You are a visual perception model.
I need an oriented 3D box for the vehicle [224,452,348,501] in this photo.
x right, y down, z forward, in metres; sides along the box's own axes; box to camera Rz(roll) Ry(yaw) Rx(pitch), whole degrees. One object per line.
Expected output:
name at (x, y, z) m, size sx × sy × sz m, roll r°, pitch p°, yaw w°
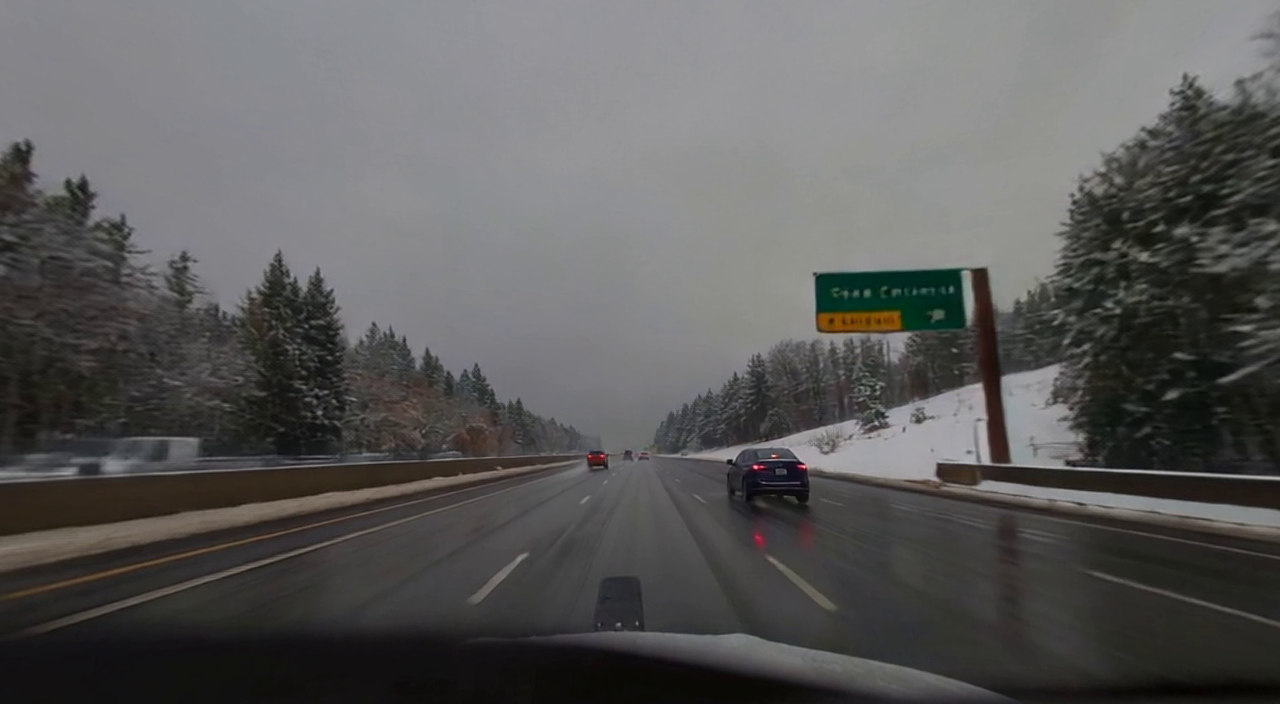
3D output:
vehicle at (-11.506, 4.036, 20.772) m, size 1.868 × 1.435 × 3.659 m, roll 0°, pitch -9°, yaw 1°

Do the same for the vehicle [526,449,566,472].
vehicle at (-6.623, 7.675, 44.921) m, size 2.107 × 1.541 × 4.713 m, roll 0°, pitch -9°, yaw 1°

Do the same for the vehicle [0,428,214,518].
vehicle at (-14.796, 3.166, 17.137) m, size 2.313 × 1.980 × 5.831 m, roll 0°, pitch -9°, yaw 0°

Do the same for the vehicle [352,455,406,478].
vehicle at (-18.131, 7.956, 43.920) m, size 1.921 × 1.507 × 4.050 m, roll 0°, pitch -9°, yaw 1°

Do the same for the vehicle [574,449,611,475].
vehicle at (-3.043, 7.102, 40.931) m, size 2.030 × 1.563 × 4.389 m, roll 0°, pitch -9°, yaw 0°

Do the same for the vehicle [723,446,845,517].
vehicle at (3.371, 3.102, 15.631) m, size 1.979 × 1.486 × 4.125 m, roll 0°, pitch -9°, yaw -1°
